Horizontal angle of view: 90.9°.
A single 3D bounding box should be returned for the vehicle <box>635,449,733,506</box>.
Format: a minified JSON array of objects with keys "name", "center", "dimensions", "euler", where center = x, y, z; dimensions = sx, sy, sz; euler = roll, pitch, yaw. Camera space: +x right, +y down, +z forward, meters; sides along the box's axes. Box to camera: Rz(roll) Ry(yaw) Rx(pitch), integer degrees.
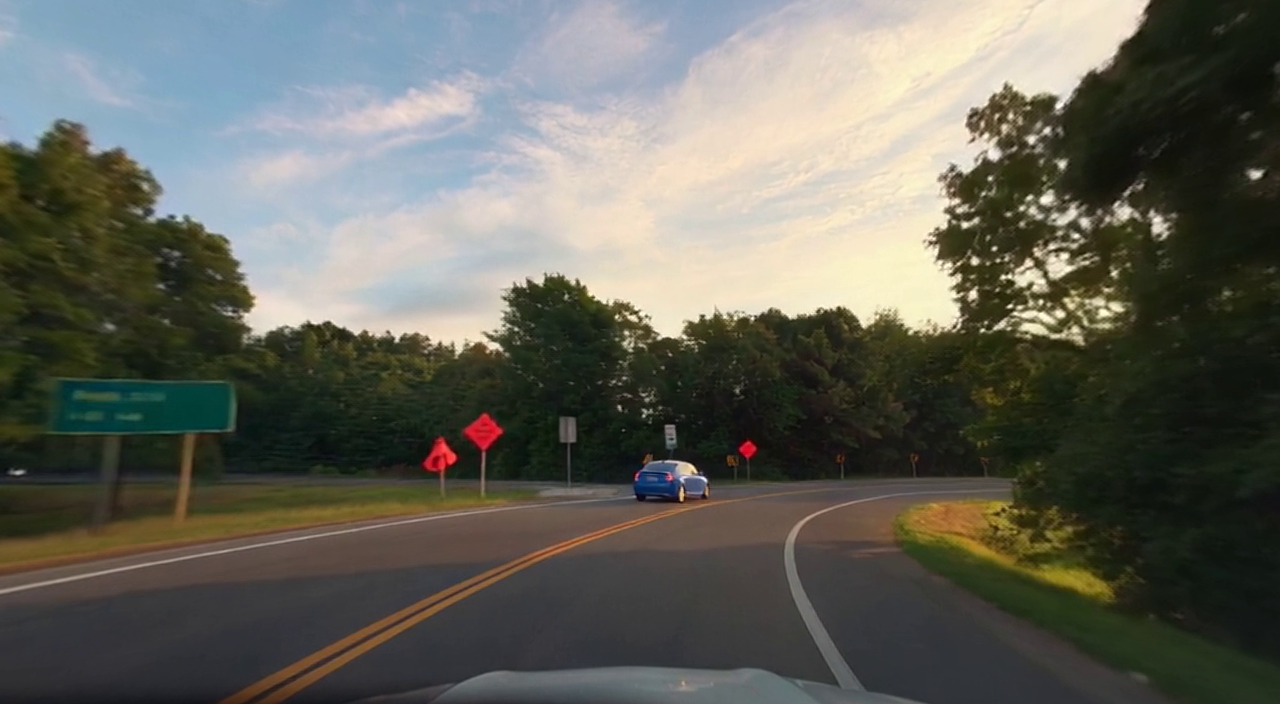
[{"name":"vehicle","center":[1.626,4.243,21.587],"dimensions":[1.997,1.692,4.422],"euler":[-4,-11,23]}]
